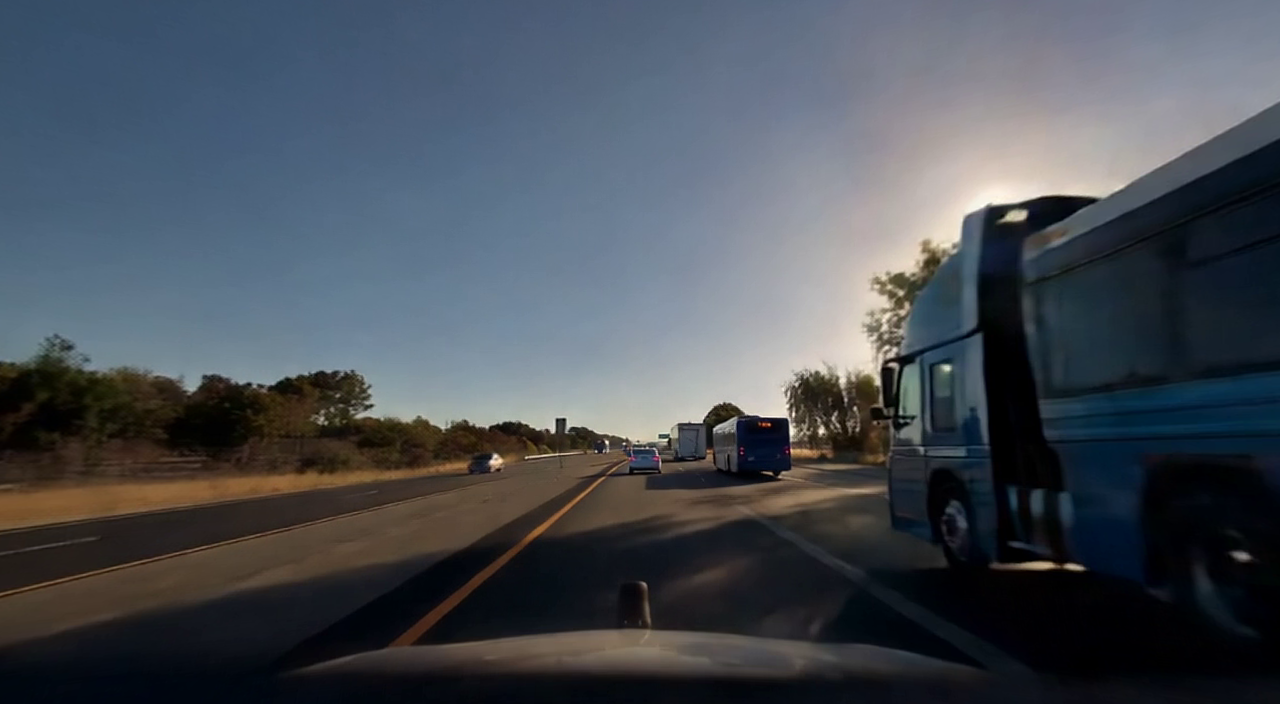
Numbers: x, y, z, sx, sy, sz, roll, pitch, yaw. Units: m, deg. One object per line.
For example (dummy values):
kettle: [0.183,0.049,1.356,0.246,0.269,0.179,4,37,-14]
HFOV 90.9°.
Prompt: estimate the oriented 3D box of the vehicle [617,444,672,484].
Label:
vehicle: [0.166,4.407,25.074,2.004,1.449,3.817,0,-9,0]

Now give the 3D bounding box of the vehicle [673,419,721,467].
vehicle: [4.295,7.127,49.090,2.883,3.358,7.942,0,-9,-1]

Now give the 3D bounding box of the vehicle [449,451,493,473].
vehicle: [-12.345,8.062,46.372,2.025,1.546,4.069,0,-9,1]

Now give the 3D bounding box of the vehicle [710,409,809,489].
vehicle: [4.200,3.606,23.459,2.440,2.555,5.957,0,-9,-1]
